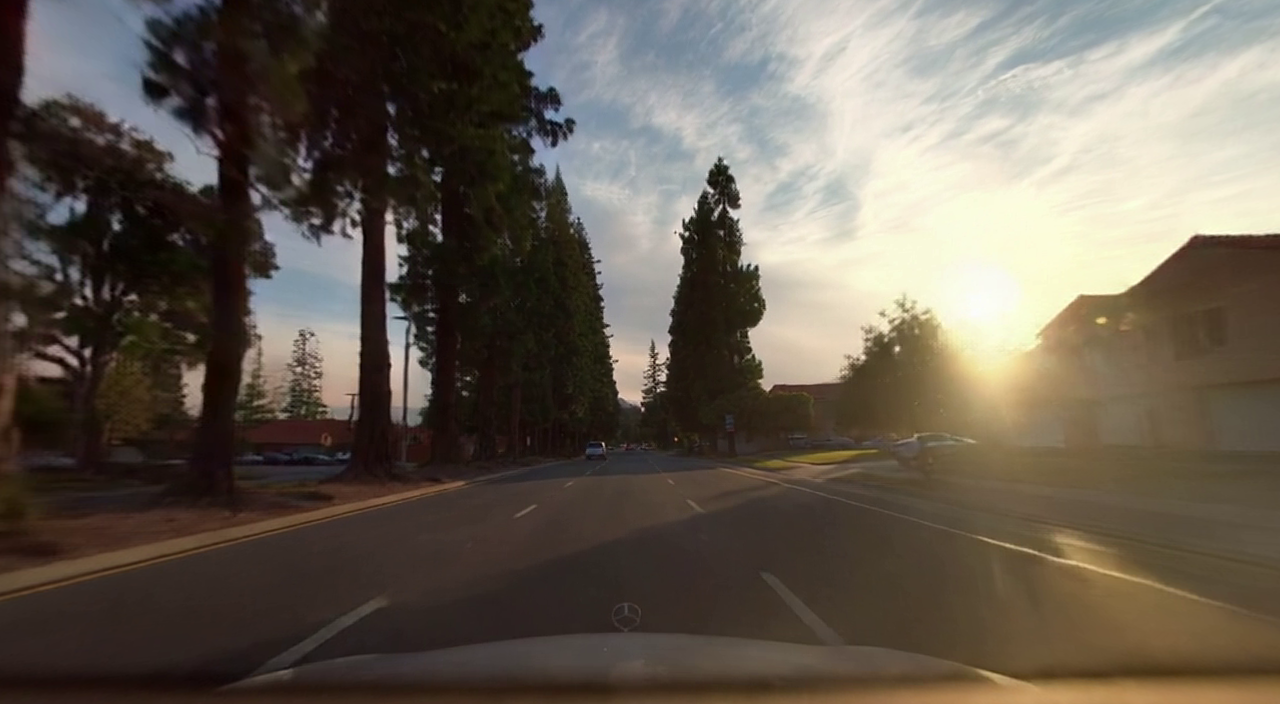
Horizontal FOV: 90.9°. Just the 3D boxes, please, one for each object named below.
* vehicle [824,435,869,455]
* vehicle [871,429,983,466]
[{"bbox_3d":[16.050,7.298,49.295,1.968,1.511,4.497,0,-9,0],"label":"vehicle"},{"bbox_3d":[12.450,4.144,27.285,4.630,1.461,1.817,4,-9,-26],"label":"vehicle"}]
